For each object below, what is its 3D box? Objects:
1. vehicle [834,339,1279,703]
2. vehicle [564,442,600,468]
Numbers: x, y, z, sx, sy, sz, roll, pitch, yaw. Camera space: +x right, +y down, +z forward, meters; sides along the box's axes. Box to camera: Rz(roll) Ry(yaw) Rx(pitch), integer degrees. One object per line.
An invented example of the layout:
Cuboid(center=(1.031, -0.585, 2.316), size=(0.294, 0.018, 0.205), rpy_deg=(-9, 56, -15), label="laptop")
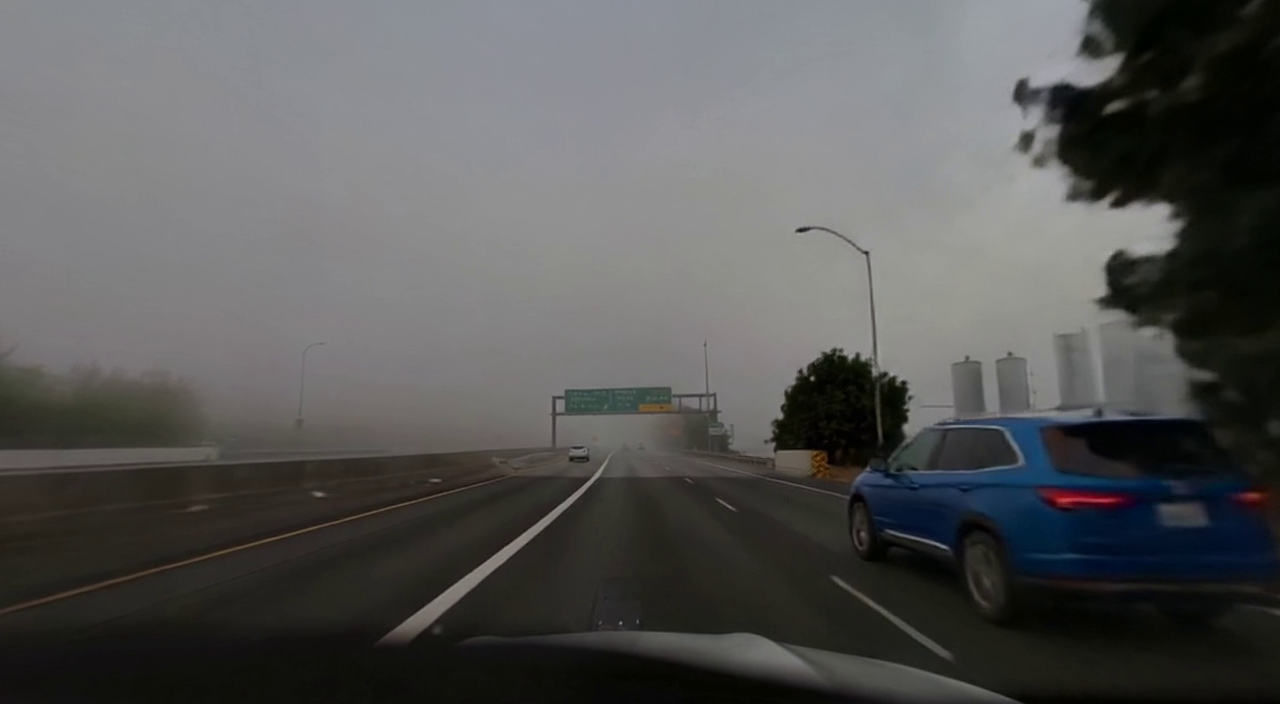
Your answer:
Cuboid(center=(3.582, 1.204, 5.326), size=(2.296, 1.790, 5.067), rpy_deg=(-1, -9, 1), label="vehicle")
Cuboid(center=(-3.801, 6.826, 41.827), size=(2.012, 1.571, 4.232), rpy_deg=(-1, -9, 0), label="vehicle")
